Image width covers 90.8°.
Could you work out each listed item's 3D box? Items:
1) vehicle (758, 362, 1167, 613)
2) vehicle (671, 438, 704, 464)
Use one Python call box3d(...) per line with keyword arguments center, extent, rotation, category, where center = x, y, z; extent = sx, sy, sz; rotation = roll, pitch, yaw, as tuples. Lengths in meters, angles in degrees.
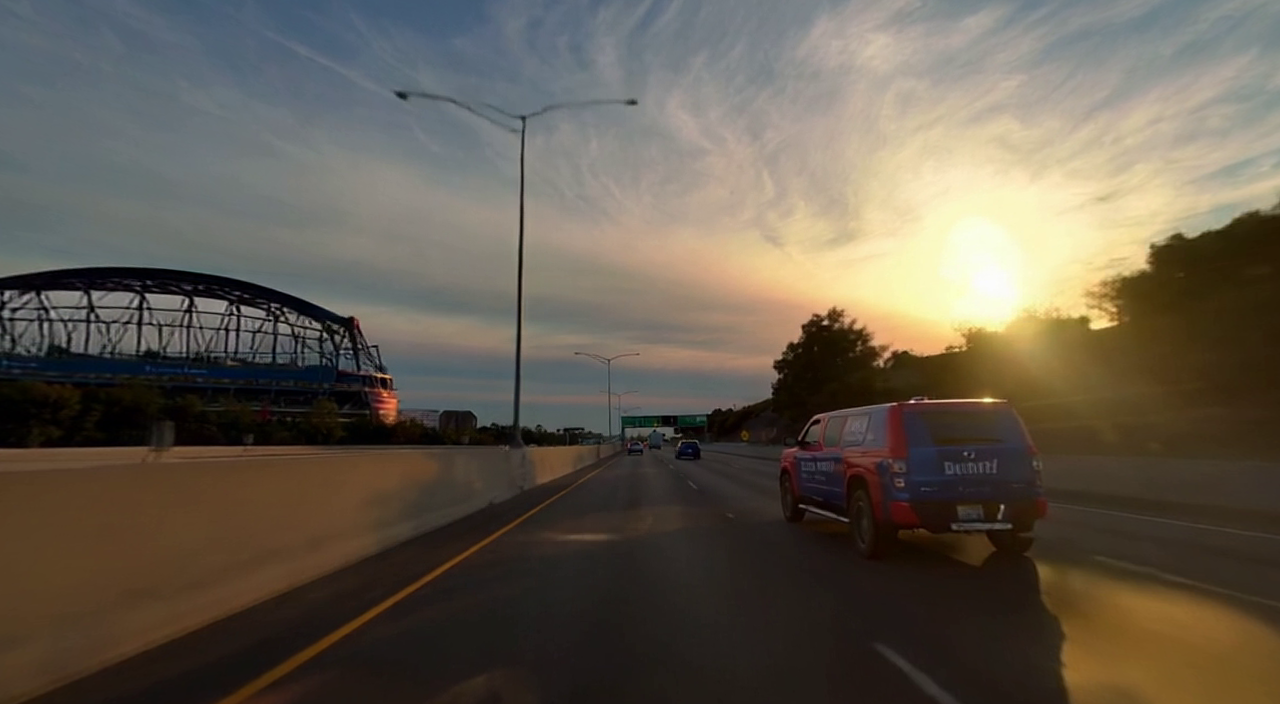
box3d(center=(3.051, 1.441, 7.607), extent=(2.199, 2.002, 4.970), rotation=(0, -8, -1), category="vehicle")
box3d(center=(3.315, 6.986, 44.776), extent=(1.973, 1.774, 4.092), rotation=(0, -8, 0), category="vehicle")
